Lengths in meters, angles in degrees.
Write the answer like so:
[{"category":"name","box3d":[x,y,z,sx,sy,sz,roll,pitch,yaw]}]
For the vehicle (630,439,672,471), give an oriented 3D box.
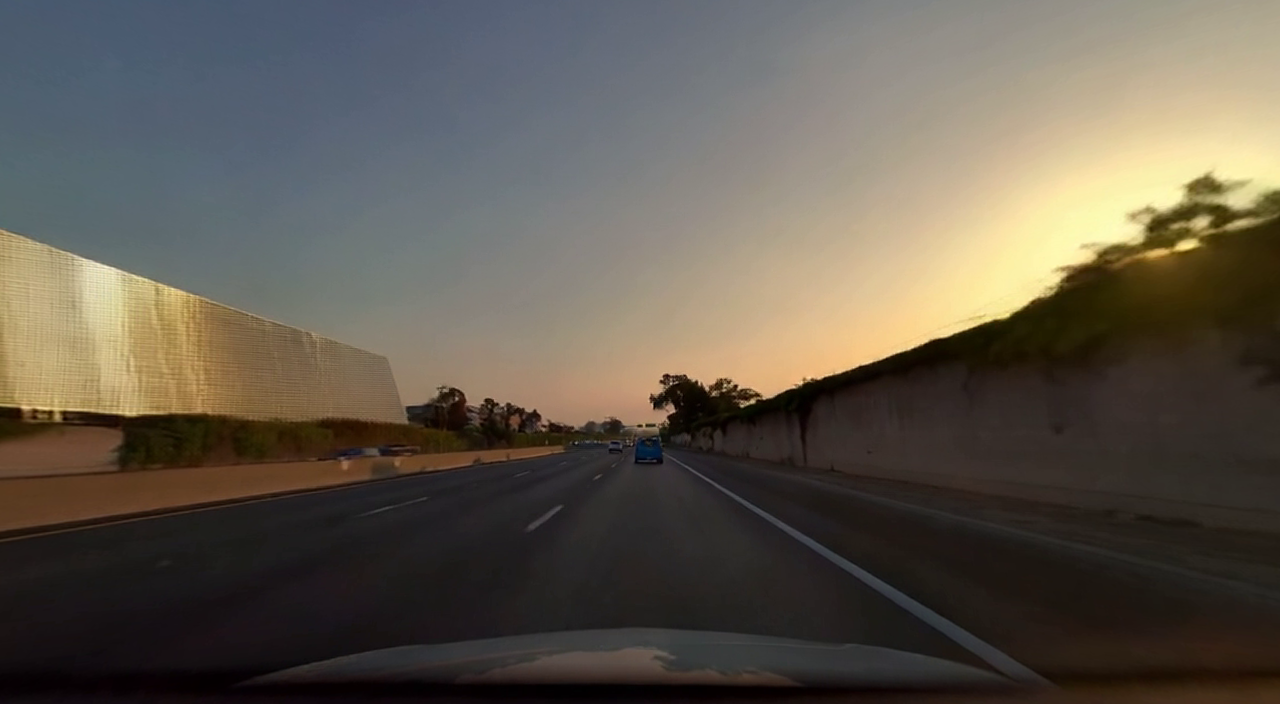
[{"category":"vehicle","box3d":[0.503,5.091,31.286,1.997,1.484,3.409,0,-8,0]}]
